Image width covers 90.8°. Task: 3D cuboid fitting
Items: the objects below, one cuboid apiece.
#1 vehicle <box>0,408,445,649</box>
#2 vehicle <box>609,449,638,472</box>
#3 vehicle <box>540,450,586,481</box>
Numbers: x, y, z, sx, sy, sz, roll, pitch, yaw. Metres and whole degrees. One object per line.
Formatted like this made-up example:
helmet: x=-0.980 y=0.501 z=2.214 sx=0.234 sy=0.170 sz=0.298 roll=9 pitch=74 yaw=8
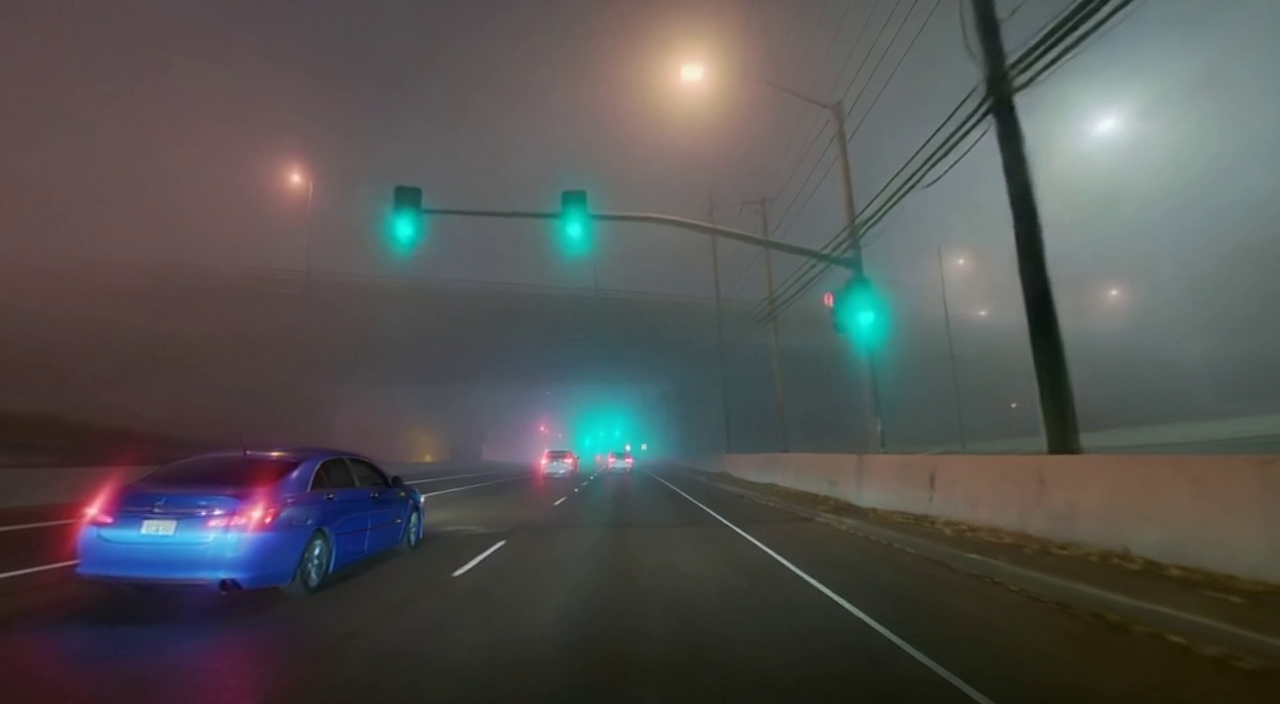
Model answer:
vehicle: x=-3.679 y=1.559 z=6.648 sx=1.925 sy=1.666 sz=4.271 roll=0 pitch=-8 yaw=-1
vehicle: x=-1.210 y=7.806 z=45.613 sx=1.985 sy=1.565 sz=3.968 roll=0 pitch=-9 yaw=-2
vehicle: x=-3.973 y=5.924 z=33.250 sx=1.946 sy=1.437 sz=4.154 roll=0 pitch=-9 yaw=-1
